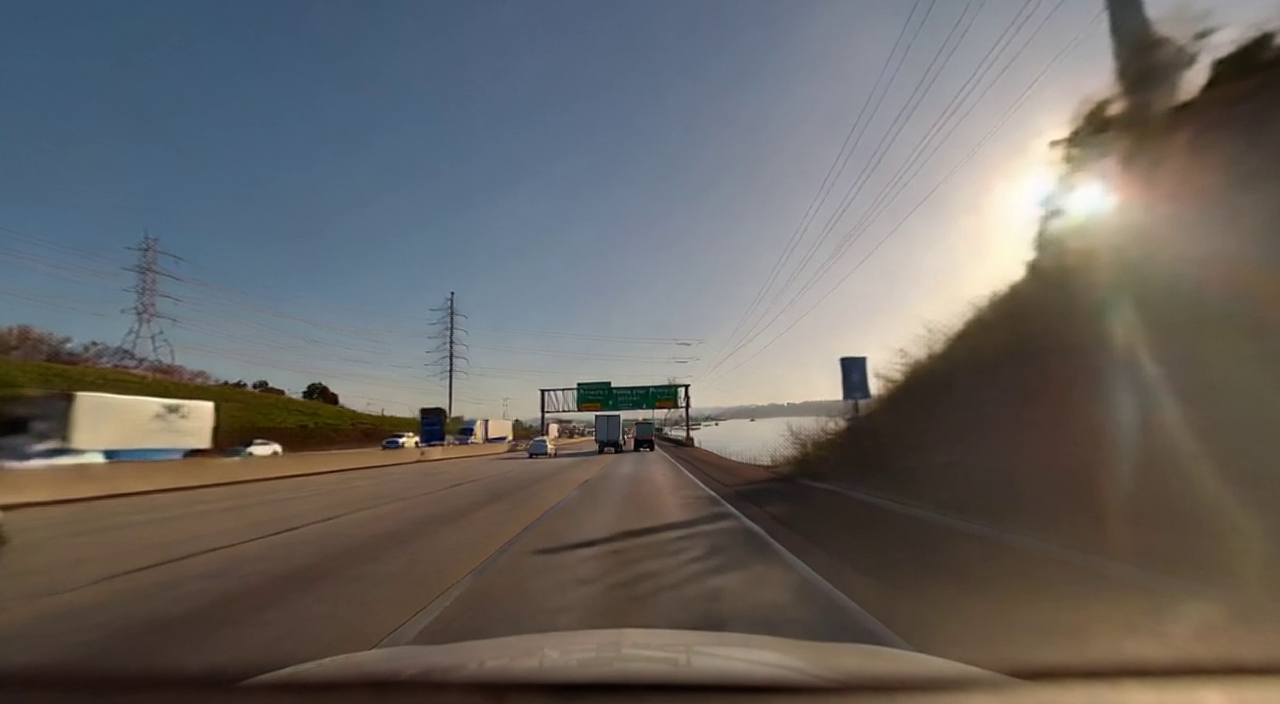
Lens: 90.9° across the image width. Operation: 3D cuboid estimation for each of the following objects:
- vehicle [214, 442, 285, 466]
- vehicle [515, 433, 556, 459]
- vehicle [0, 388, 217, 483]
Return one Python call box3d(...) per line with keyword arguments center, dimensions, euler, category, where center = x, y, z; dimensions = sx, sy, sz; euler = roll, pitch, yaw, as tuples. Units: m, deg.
box3d(center=(-25.817, 6.745, 41.889), dimensions=(1.863, 1.488, 4.434), euler=(0, -8, 0), category="vehicle")
box3d(center=(-7.601, 6.885, 46.298), dimensions=(2.192, 1.762, 4.559), euler=(0, -8, 1), category="vehicle")
box3d(center=(-21.252, 3.434, 25.703), dimensions=(2.768, 3.286, 7.386), euler=(0, -8, 1), category="vehicle")
